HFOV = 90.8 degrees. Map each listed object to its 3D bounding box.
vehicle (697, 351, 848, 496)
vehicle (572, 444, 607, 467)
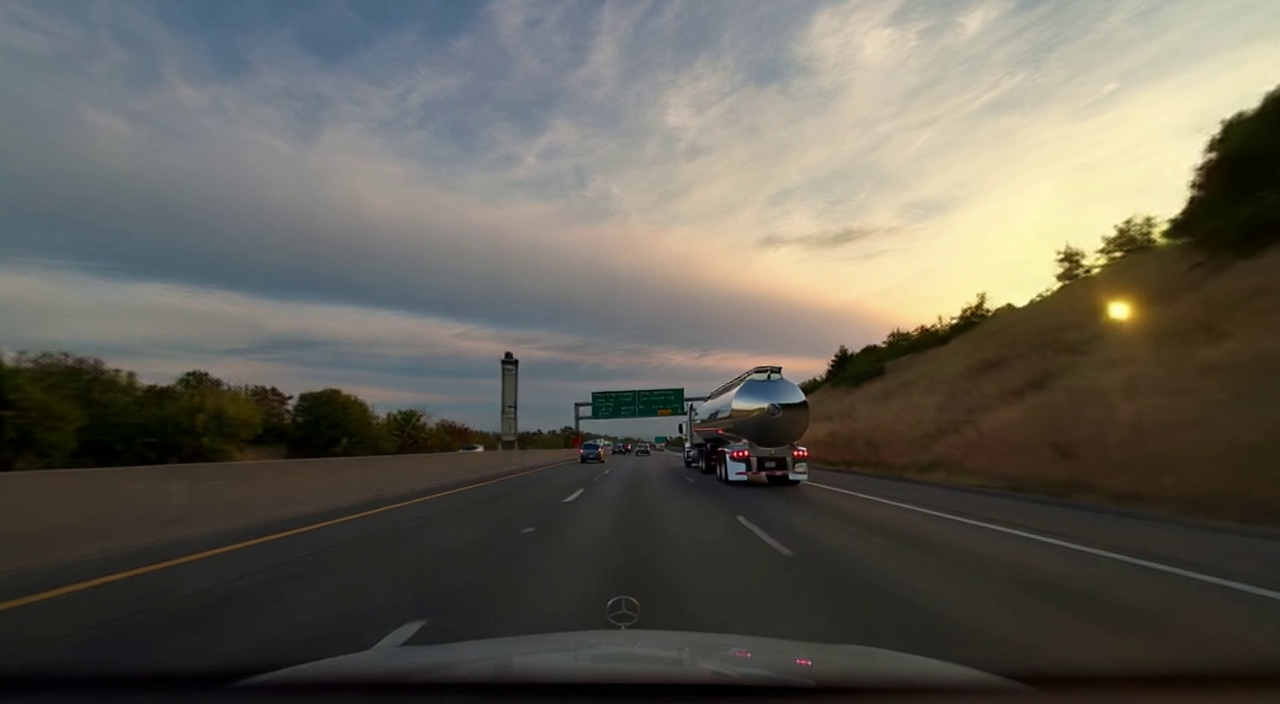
[{"bbox_3d":[3.852,2.556,21.167,2.759,3.734,9.708,0,-9,-1],"label":"vehicle"},{"bbox_3d":[-3.402,6.996,42.978,1.986,1.458,4.506,0,-9,0],"label":"vehicle"}]
